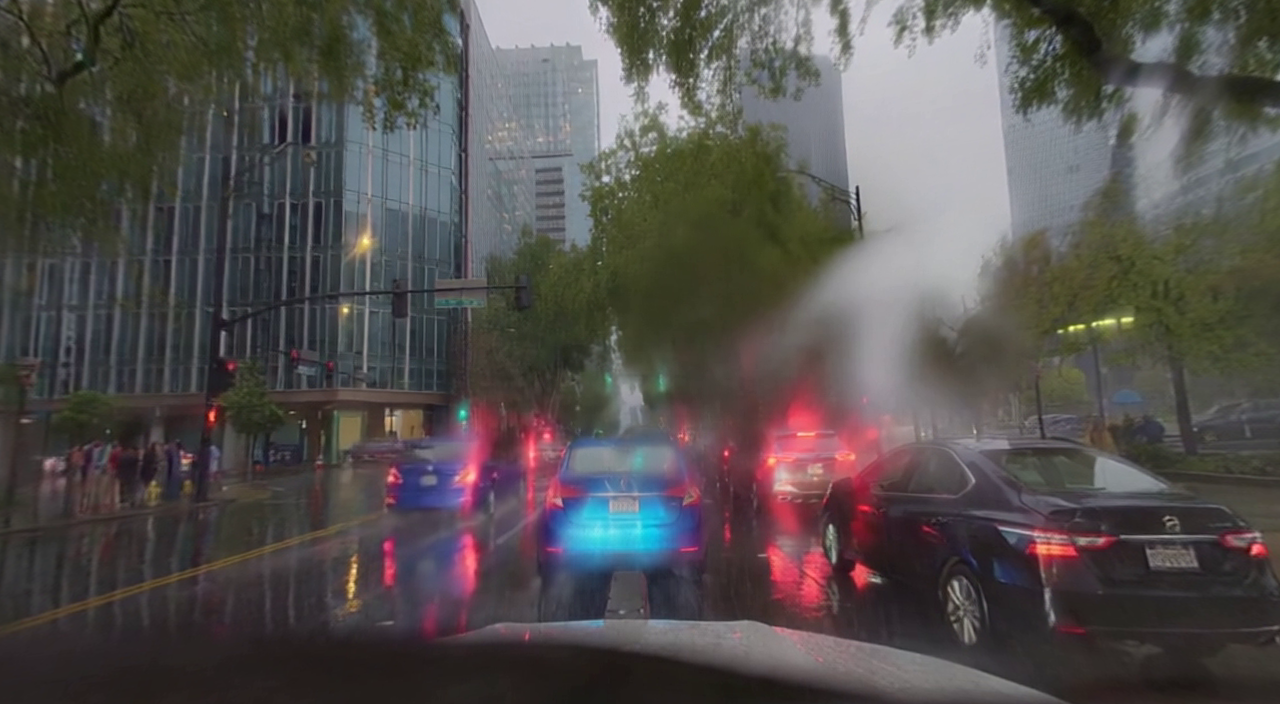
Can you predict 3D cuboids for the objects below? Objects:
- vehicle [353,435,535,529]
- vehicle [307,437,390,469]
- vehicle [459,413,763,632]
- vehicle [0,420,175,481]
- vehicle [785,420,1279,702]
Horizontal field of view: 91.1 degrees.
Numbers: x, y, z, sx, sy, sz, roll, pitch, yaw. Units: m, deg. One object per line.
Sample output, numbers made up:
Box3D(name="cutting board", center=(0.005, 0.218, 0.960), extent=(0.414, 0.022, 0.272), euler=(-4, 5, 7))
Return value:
Box3D(name="vehicle", center=(-3.438, 2.359, 12.083), extent=(1.957, 1.427, 4.531), euler=(0, -8, 1))
Box3D(name="vehicle", center=(-17.141, 5.920, 36.950), extent=(4.294, 1.819, 2.043), euler=(-4, -9, 25))
Box3D(name="vehicle", center=(-0.268, 1.464, 6.399), extent=(2.072, 1.476, 4.078), euler=(0, -8, -2))
Box3D(name="vehicle", center=(-28.372, 5.064, 32.363), extent=(6.756, 2.955, 2.367), euler=(0, -8, 0))
Box3D(name="vehicle", center=(2.752, 1.406, 5.449), extent=(1.952, 1.464, 4.165), euler=(0, -8, -1))
